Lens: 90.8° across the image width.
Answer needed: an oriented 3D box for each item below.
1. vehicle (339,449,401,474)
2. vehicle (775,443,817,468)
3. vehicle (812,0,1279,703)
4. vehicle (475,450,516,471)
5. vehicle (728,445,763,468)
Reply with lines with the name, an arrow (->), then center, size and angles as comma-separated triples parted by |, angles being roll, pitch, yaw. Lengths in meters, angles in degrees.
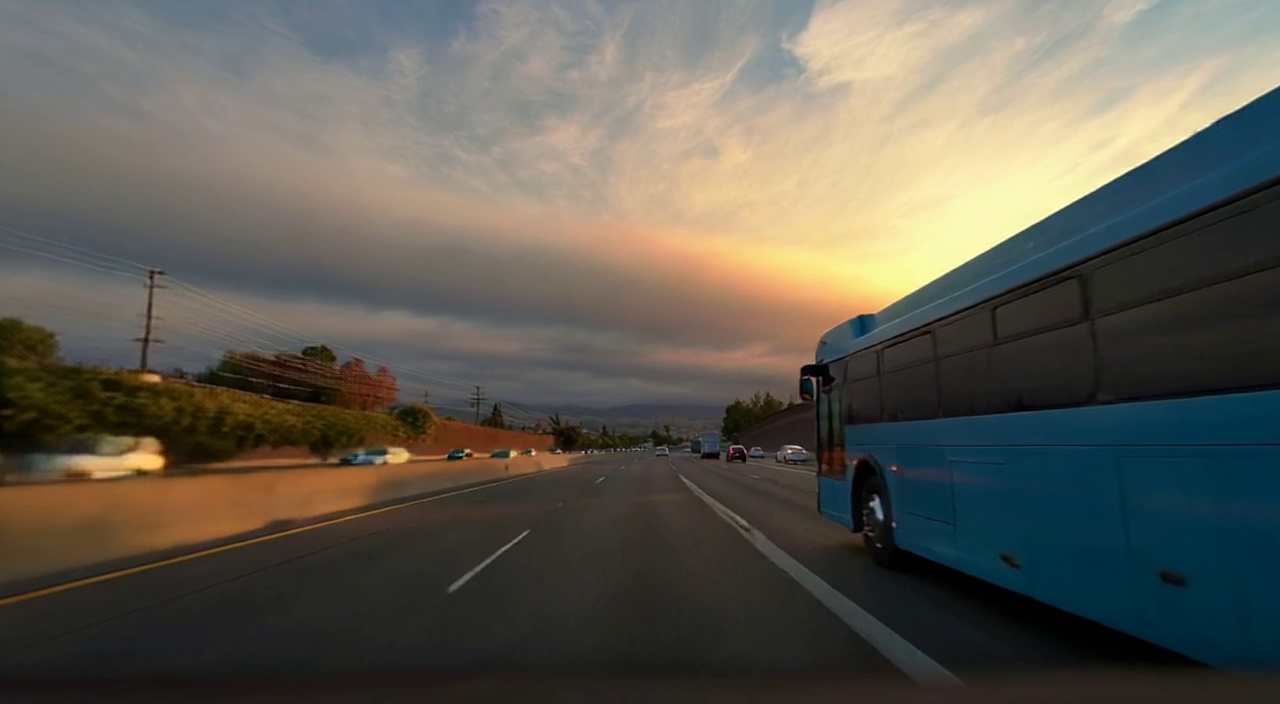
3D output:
vehicle -> -17.206, 6.997, 40.528 | 1.841, 1.472, 4.609 | -1, -9, 2
vehicle -> 11.781, 7.842, 48.034 | 2.151, 1.734, 4.519 | 0, -9, 1
vehicle -> 4.346, -0.027, 2.953 | 3.144, 3.580, 14.591 | 0, -9, 1
vehicle -> -10.402, 7.822, 45.852 | 1.858, 1.437, 4.376 | -1, -9, 1
vehicle -> 8.161, 8.141, 49.318 | 2.032, 1.654, 4.089 | 0, -8, 1
